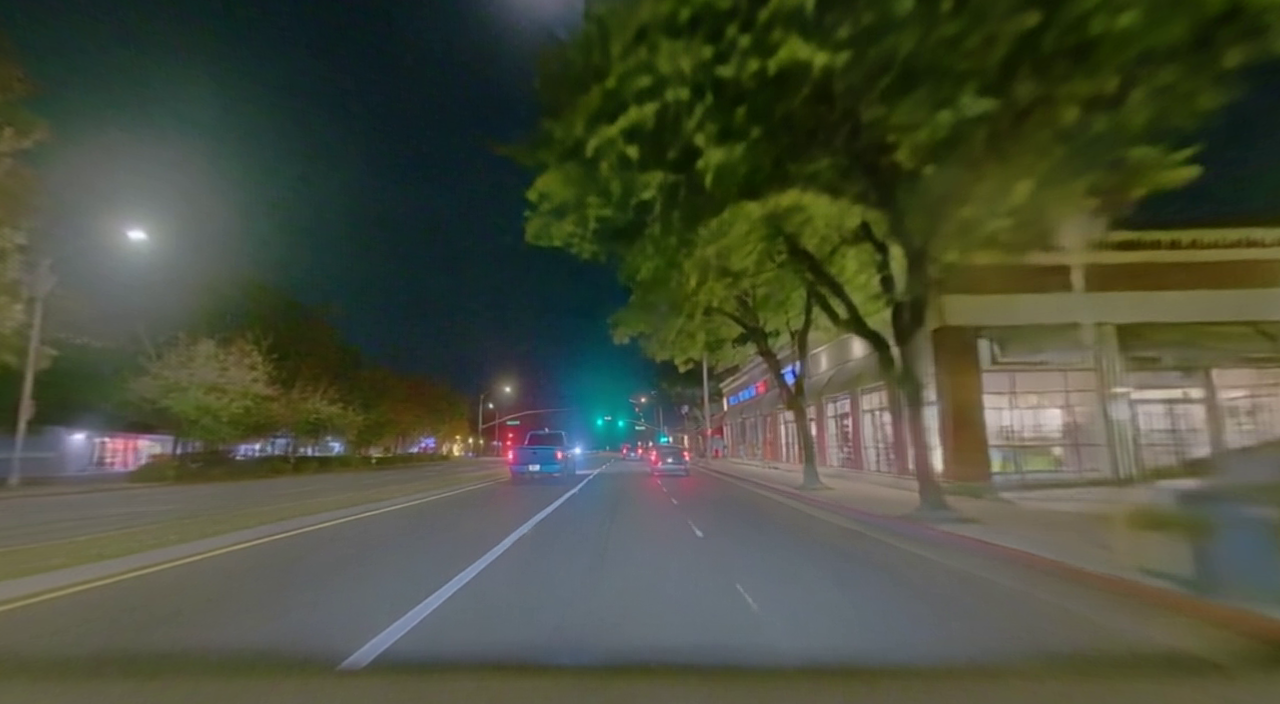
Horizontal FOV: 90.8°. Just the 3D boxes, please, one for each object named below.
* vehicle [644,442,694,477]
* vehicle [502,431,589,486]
[{"bbox_3d":[1.278,4.961,29.299,2.103,1.487,4.101,0,-9,0],"label":"vehicle"},{"bbox_3d":[-3.269,3.821,22.985,2.464,1.777,5.128,0,-9,-1],"label":"vehicle"}]
